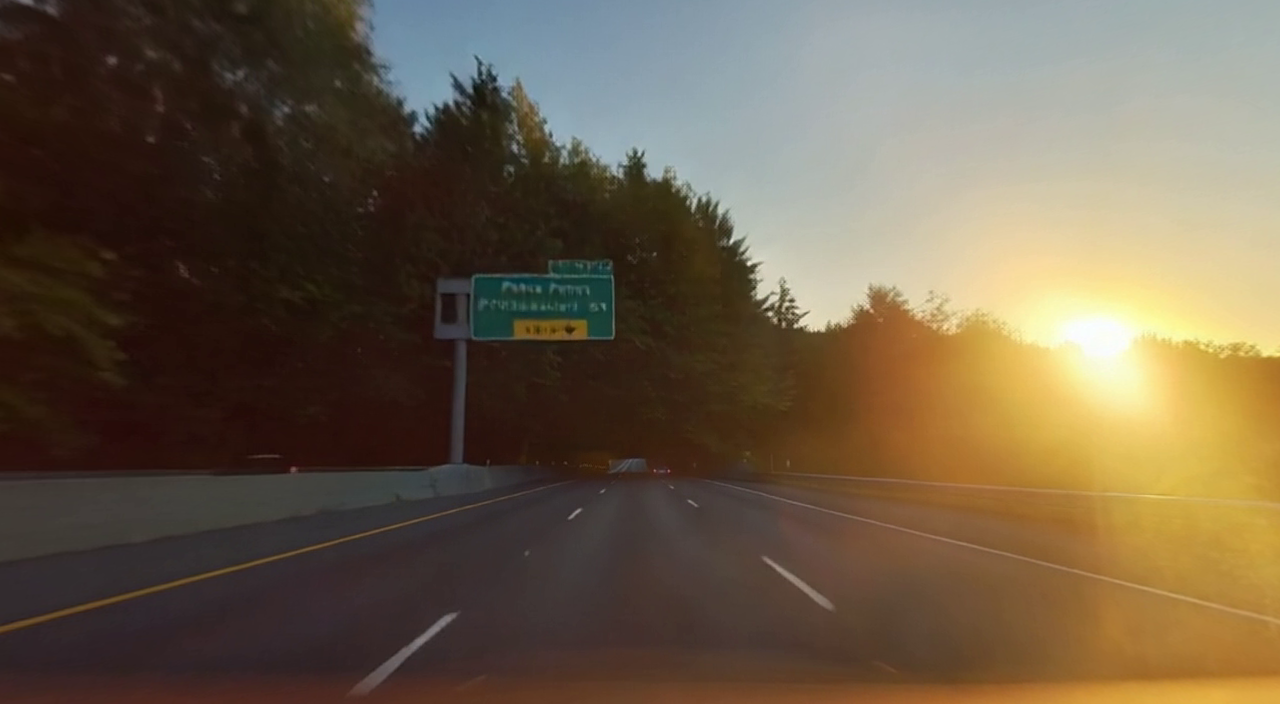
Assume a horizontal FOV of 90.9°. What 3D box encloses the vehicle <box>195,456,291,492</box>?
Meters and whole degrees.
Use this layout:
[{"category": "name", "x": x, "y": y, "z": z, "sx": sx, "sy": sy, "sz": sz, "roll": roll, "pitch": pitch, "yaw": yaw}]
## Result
[{"category": "vehicle", "x": -19.525, "y": 6.042, "z": 31.260, "sx": 1.893, "sy": 1.602, "sz": 4.274, "roll": 1, "pitch": -11, "yaw": 0}]
